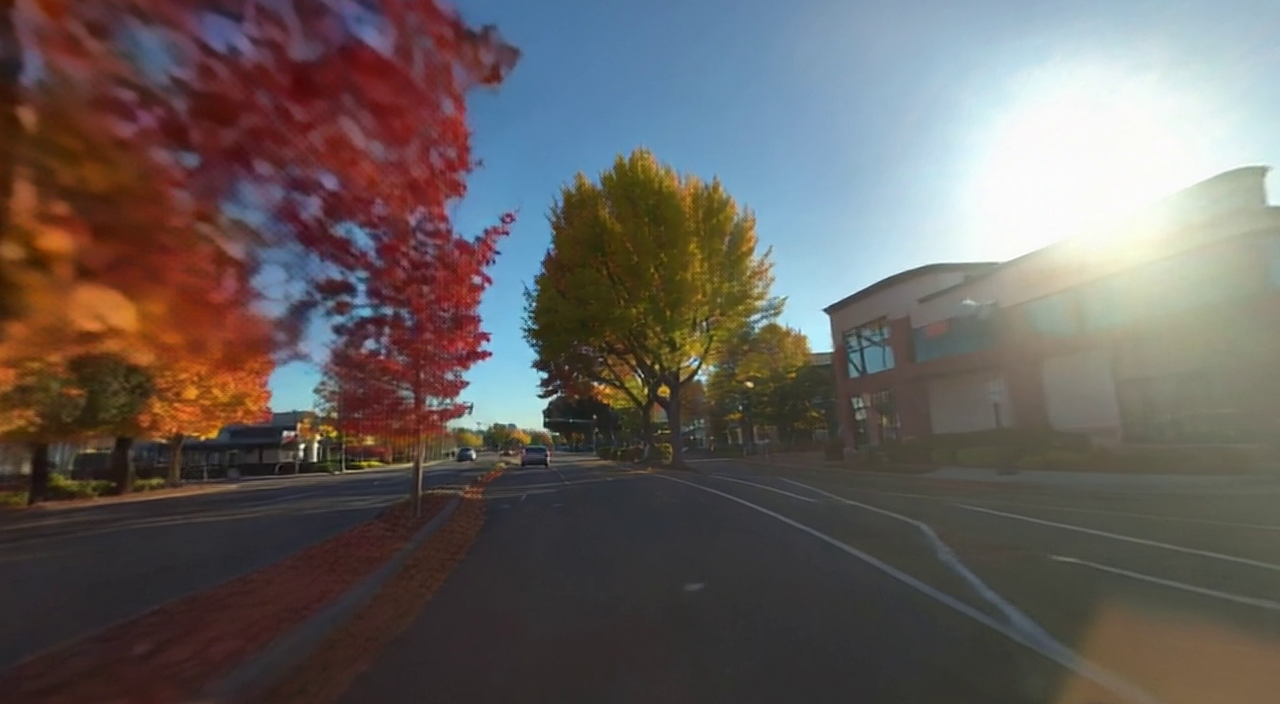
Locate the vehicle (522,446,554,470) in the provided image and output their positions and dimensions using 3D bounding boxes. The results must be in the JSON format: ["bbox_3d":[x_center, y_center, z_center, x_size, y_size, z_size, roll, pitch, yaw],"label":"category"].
[{"bbox_3d":[-6.882,7.128,42.589,2.018,1.512,4.304,1,-9,-8],"label":"vehicle"}]
